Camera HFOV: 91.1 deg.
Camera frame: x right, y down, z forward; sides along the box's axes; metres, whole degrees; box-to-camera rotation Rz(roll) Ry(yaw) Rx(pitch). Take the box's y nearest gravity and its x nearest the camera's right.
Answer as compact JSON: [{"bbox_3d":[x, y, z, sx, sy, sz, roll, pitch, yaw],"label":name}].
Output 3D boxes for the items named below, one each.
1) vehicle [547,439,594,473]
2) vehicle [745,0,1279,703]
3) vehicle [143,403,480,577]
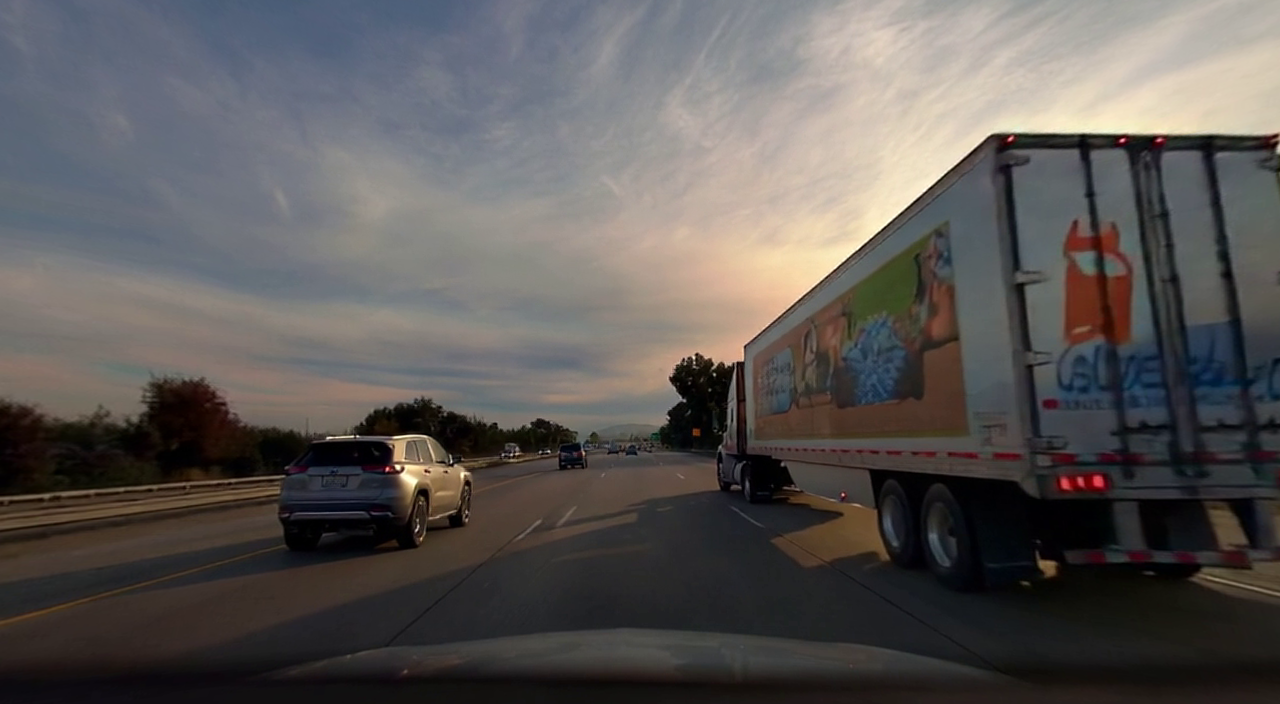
[{"bbox_3d":[-3.758,5.760,34.987,2.139,1.716,4.530,0,-9,0],"label":"vehicle"},{"bbox_3d":[4.383,0.589,9.740,2.998,4.236,13.886,0,-9,-1],"label":"vehicle"},{"bbox_3d":[-3.960,1.769,8.816,2.202,1.760,4.617,0,-9,0],"label":"vehicle"}]
